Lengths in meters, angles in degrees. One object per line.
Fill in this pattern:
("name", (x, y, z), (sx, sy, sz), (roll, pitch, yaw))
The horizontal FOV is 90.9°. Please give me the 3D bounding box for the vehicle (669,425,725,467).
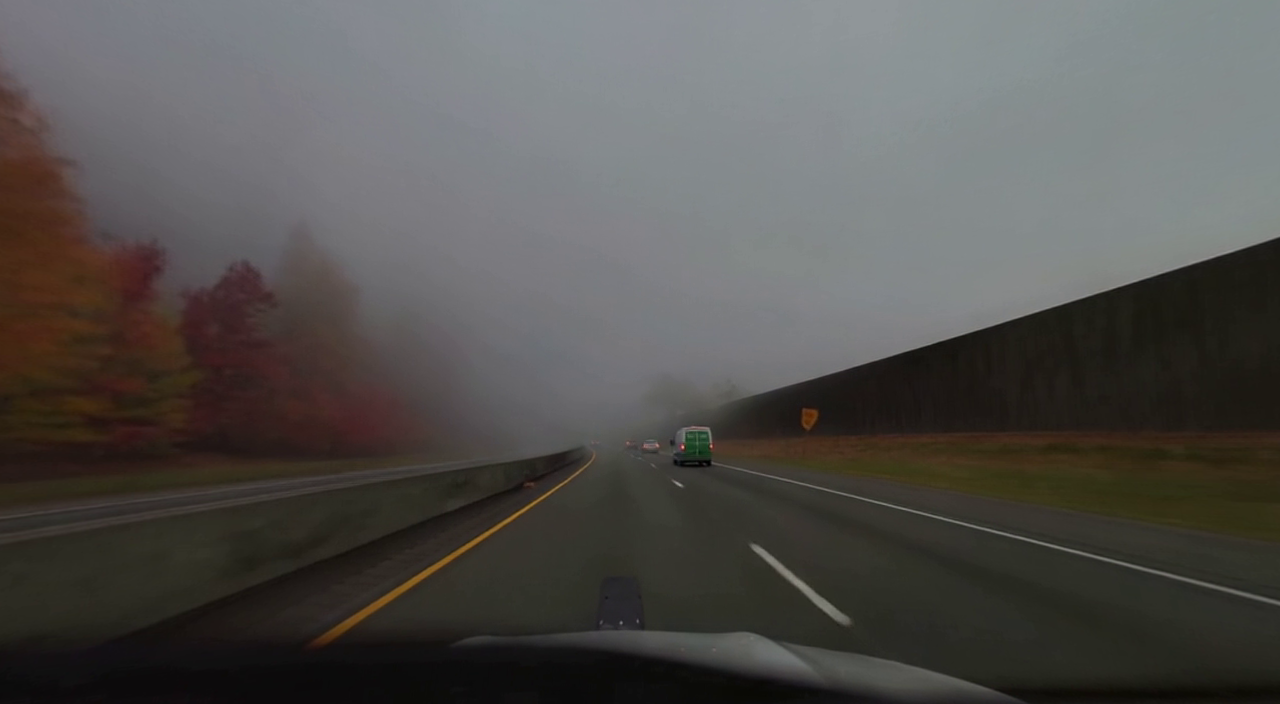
("vehicle", (2.966, 5.083, 34.186), (2.393, 2.072, 4.958), (1, -8, -2))
